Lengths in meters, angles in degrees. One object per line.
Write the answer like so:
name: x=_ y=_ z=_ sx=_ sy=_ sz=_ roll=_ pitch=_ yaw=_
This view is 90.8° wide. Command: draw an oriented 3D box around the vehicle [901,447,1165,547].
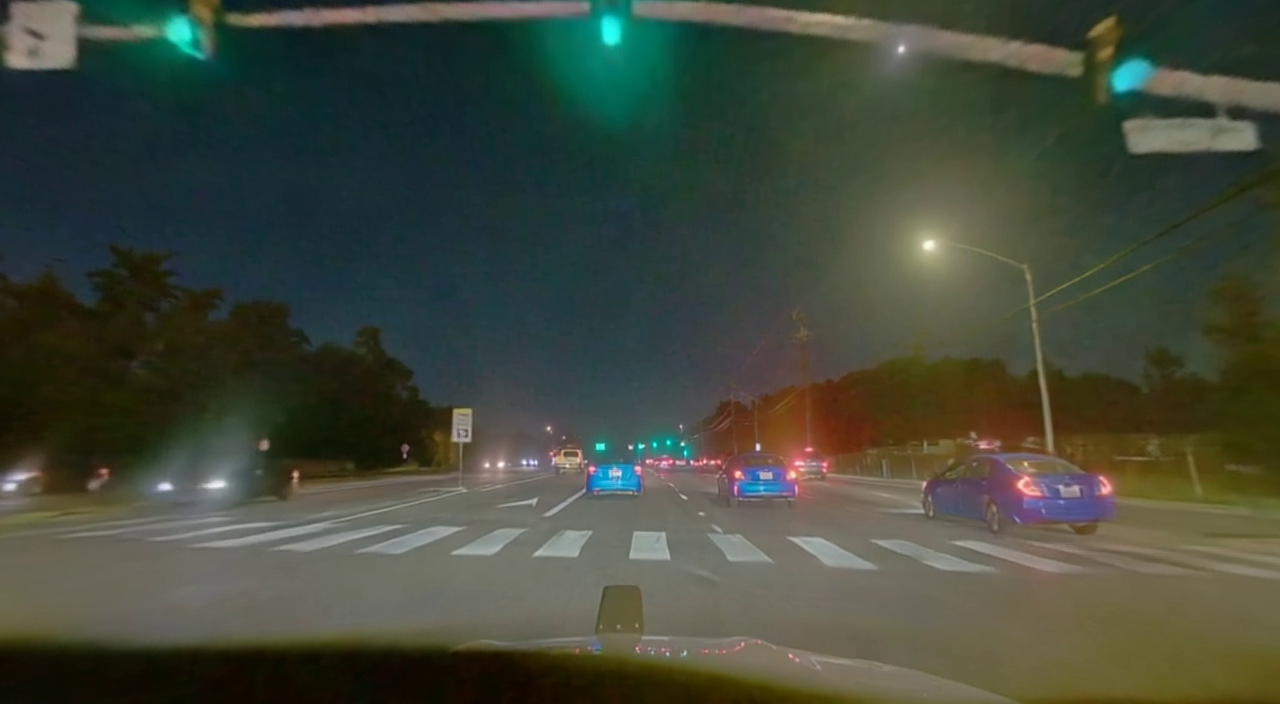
vehicle: x=6.863 y=2.530 z=11.794 sx=2.004 sy=1.455 sz=4.417 roll=0 pitch=-8 yaw=-1

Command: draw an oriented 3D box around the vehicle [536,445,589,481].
vehicle: x=-3.769 y=5.476 z=31.481 sx=2.073 sy=1.606 sz=4.364 roll=0 pitch=-8 yaw=1

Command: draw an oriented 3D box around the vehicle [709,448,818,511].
vehicle: x=3.261 y=3.447 z=17.711 sx=2.053 sy=1.490 sz=4.464 roll=0 pitch=-8 yaw=-1

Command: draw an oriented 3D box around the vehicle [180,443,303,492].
vehicle: x=-16.336 y=4.714 z=26.261 sx=2.064 sy=1.827 sz=4.647 roll=0 pitch=-8 yaw=0

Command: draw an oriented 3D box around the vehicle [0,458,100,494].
vehicle: x=-27.946 y=5.737 z=29.585 sx=1.859 sy=1.482 sz=3.717 roll=-1 pitch=-8 yaw=4

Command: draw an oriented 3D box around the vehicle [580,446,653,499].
vehicle: x=-0.689 y=3.759 z=20.132 sx=2.065 sy=1.464 sz=4.216 roll=0 pitch=-8 yaw=0
